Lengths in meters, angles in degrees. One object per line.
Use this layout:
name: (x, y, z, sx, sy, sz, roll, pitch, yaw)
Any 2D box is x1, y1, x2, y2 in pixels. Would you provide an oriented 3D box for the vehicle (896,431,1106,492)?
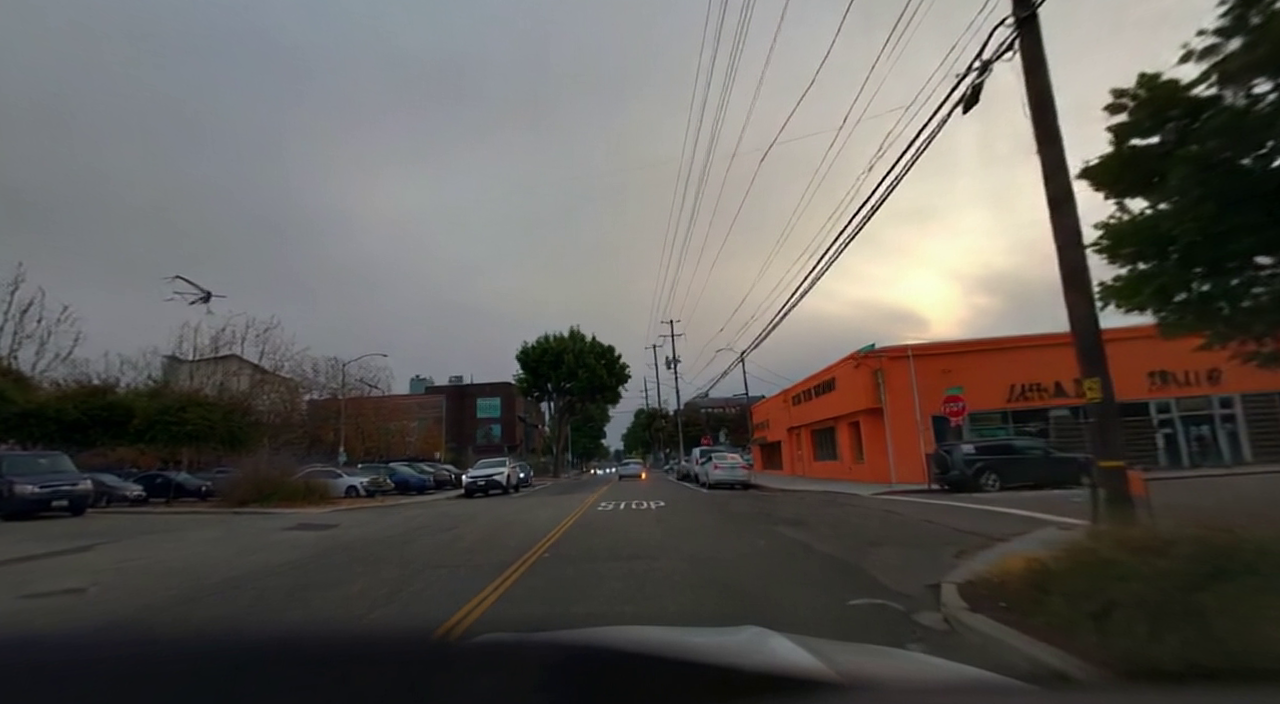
vehicle: (10.863, 3.307, 19.191, 5.255, 1.688, 1.994, 1, -9, -6)

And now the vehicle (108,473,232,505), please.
vehicle: (-23.938, 6.992, 32.263, 4.660, 1.488, 1.930, 0, -9, -3)

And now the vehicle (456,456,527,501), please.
vehicle: (-6.496, 5.571, 28.226, 2.146, 1.775, 5.117, 0, -9, -2)

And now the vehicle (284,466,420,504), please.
vehicle: (-12.433, 5.762, 27.482, 4.968, 1.493, 1.961, 1, -9, -4)

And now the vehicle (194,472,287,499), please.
vehicle: (-23.923, 8.016, 37.873, 4.276, 1.452, 1.803, 1, -9, -4)

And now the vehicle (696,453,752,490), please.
vehicle: (3.593, 5.187, 27.660, 1.840, 1.452, 4.517, 0, -9, 0)

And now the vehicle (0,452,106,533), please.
vehicle: (-14.068, 3.192, 14.876, 2.010, 1.630, 4.139, 8, -12, -40)

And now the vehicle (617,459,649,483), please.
vehicle: (-0.534, 8.160, 43.495, 2.033, 1.464, 4.645, 0, -9, -3)
